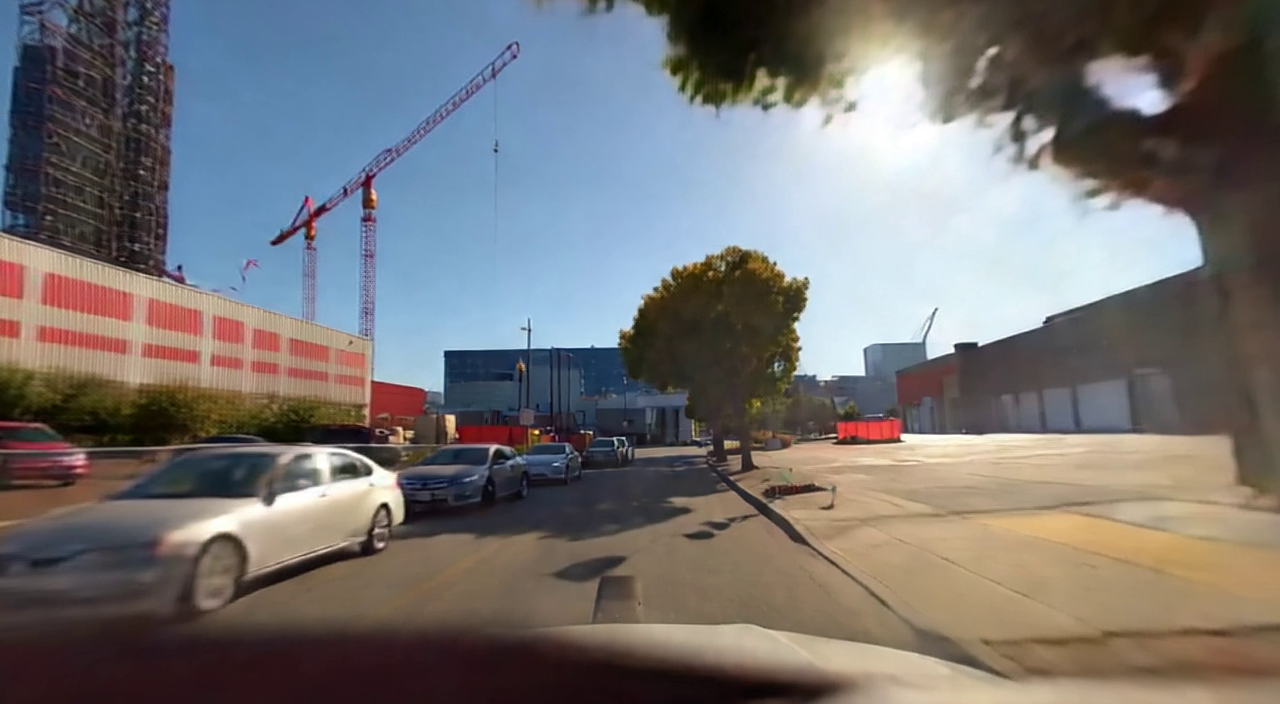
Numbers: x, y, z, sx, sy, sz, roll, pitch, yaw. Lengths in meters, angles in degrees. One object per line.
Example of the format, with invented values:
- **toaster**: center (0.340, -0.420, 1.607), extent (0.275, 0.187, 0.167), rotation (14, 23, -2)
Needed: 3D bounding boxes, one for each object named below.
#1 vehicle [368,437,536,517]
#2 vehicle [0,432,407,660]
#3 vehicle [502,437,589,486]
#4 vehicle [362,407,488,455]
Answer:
- **vehicle**: center (-3.746, 2.544, 13.528), extent (1.996, 1.411, 4.370), rotation (-1, -8, 4)
- **vehicle**: center (-4.025, 1.527, 6.108), extent (1.806, 1.451, 3.878), rotation (-1, -8, 4)
- **vehicle**: center (-3.021, 3.585, 21.065), extent (1.948, 1.460, 4.394), rotation (-1, -8, 4)
- **vehicle**: center (-11.654, 4.346, 34.362), extent (6.039, 2.449, 2.273), rotation (-2, -8, 10)
